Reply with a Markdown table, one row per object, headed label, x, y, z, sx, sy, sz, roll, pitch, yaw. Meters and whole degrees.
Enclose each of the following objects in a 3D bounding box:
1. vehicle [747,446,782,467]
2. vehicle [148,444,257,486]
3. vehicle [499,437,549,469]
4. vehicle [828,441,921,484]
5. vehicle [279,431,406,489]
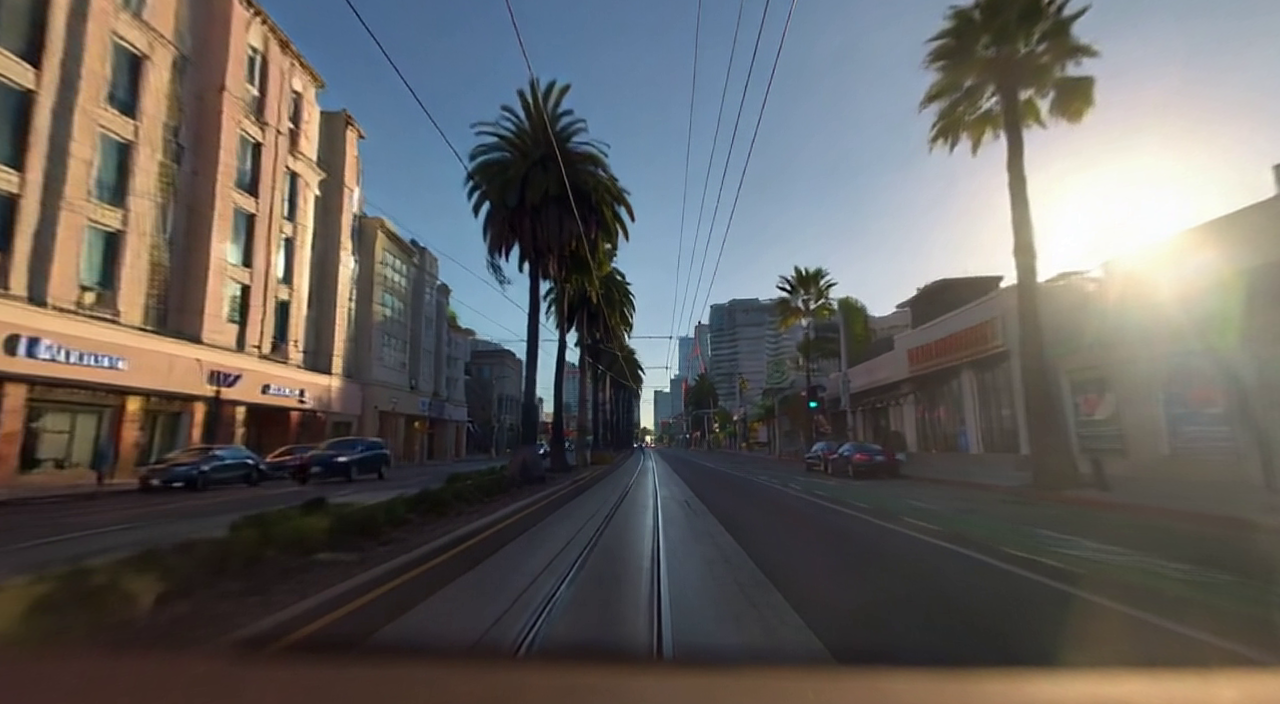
| label | x | y | z | sx | sy | sz | roll | pitch | yaw |
| --- | --- | --- | --- | --- | --- | --- | --- | --- | --- |
| vehicle | 9.105 | 7.652 | 46.428 | 1.733 | 1.468 | 4.326 | 0 | -8 | 0 |
| vehicle | -16.355 | 4.190 | 23.740 | 1.819 | 1.450 | 3.003 | 0 | -8 | 2 |
| vehicle | -7.107 | 6.208 | 38.974 | 2.032 | 1.824 | 4.557 | 0 | -8 | 2 |
| vehicle | 8.883 | 4.187 | 24.271 | 1.816 | 1.488 | 4.102 | 1 | -8 | -3 |
| vehicle | -10.647 | 3.874 | 23.077 | 2.096 | 1.860 | 4.953 | 0 | -8 | 2 |
